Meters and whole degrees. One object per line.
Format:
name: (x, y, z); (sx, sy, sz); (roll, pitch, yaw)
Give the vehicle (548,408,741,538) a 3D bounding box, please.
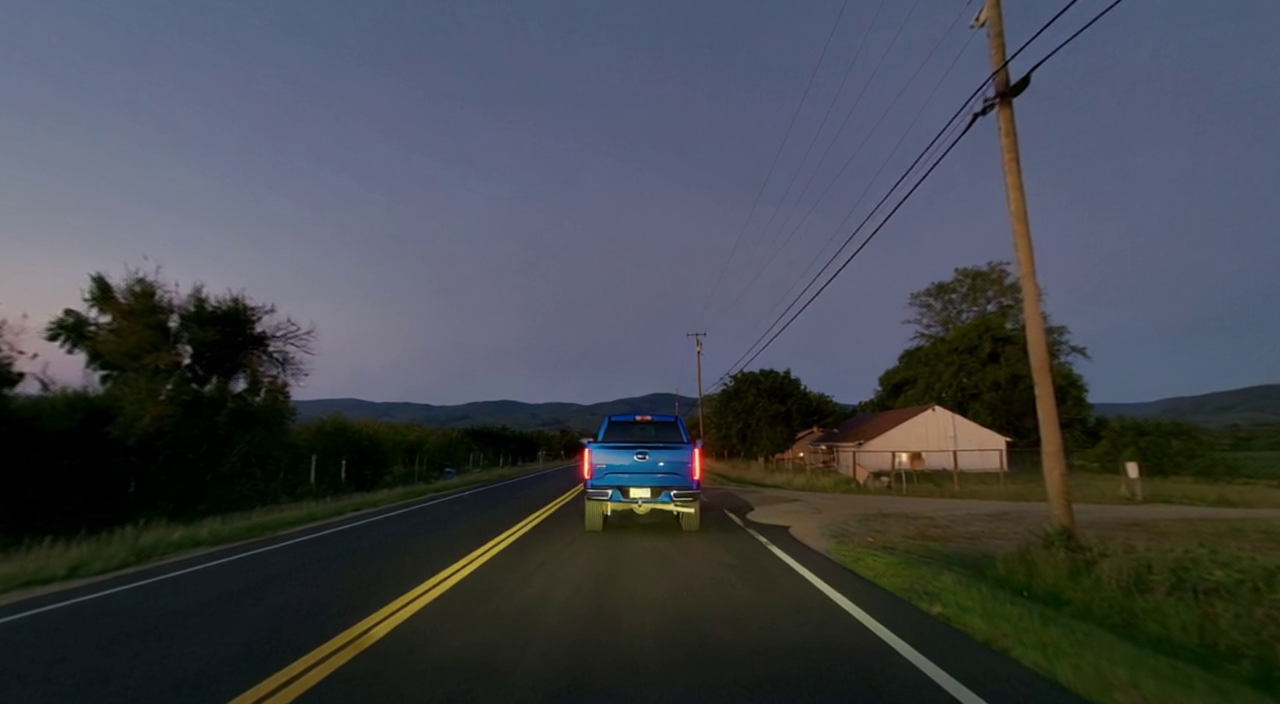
vehicle: (0.030, 2.181, 12.111); (2.774, 1.861, 5.885); (0, -8, -1)
